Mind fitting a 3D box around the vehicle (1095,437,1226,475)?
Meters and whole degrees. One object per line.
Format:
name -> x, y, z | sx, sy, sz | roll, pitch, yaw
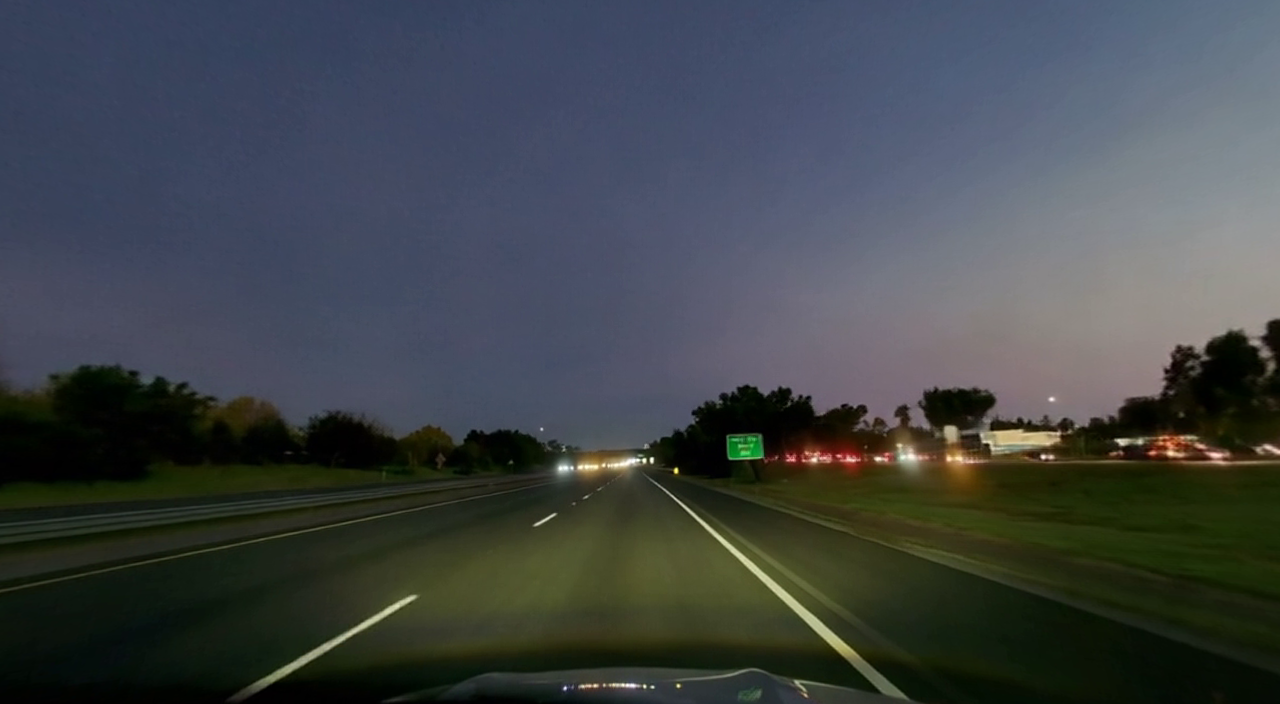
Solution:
vehicle -> 25.778, 5.191, 31.326 | 4.723, 1.688, 2.004 | -9, -15, 43
